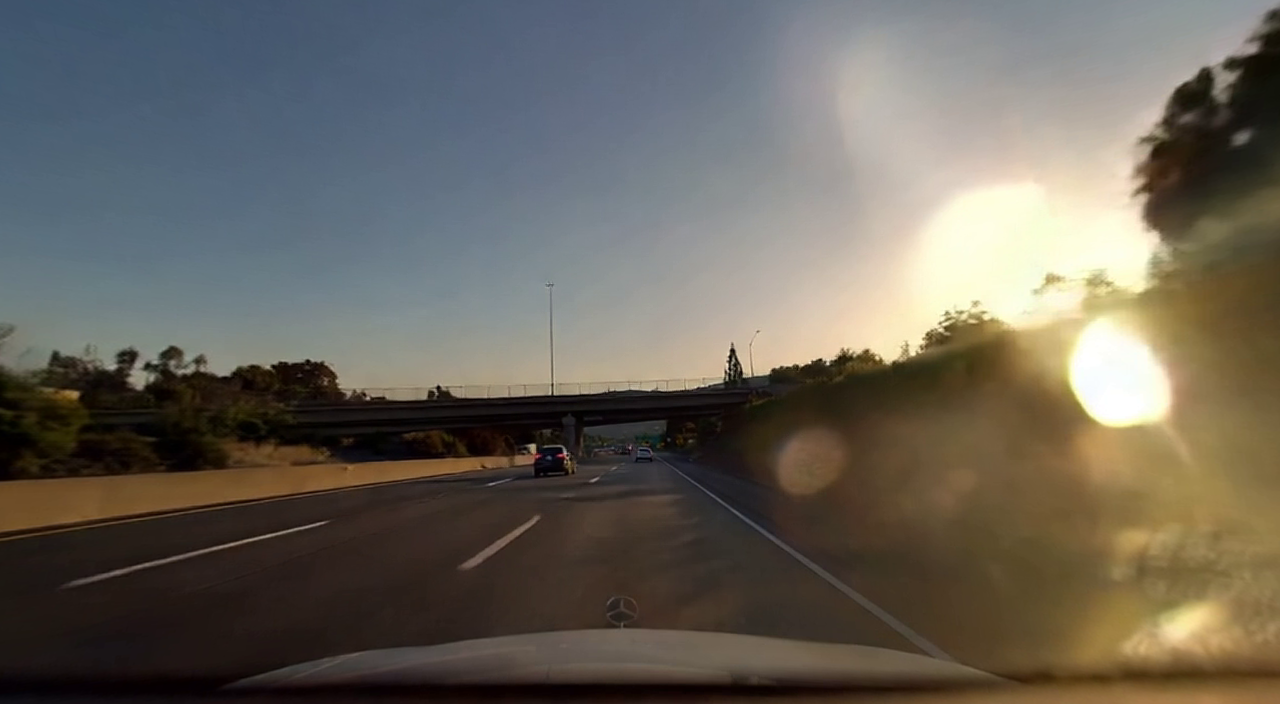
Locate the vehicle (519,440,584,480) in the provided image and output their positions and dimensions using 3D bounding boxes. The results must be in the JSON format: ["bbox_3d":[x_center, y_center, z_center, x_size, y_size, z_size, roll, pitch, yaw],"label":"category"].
[{"bbox_3d":[-4.124,5.137,30.300,2.272,1.759,5.058,0,-9,1],"label":"vehicle"}]

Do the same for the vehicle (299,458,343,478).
[{"bbox_3d":[-24.600,8.968,48.783,1.615,1.391,3.636,0,-9,-3],"label":"vehicle"}]
